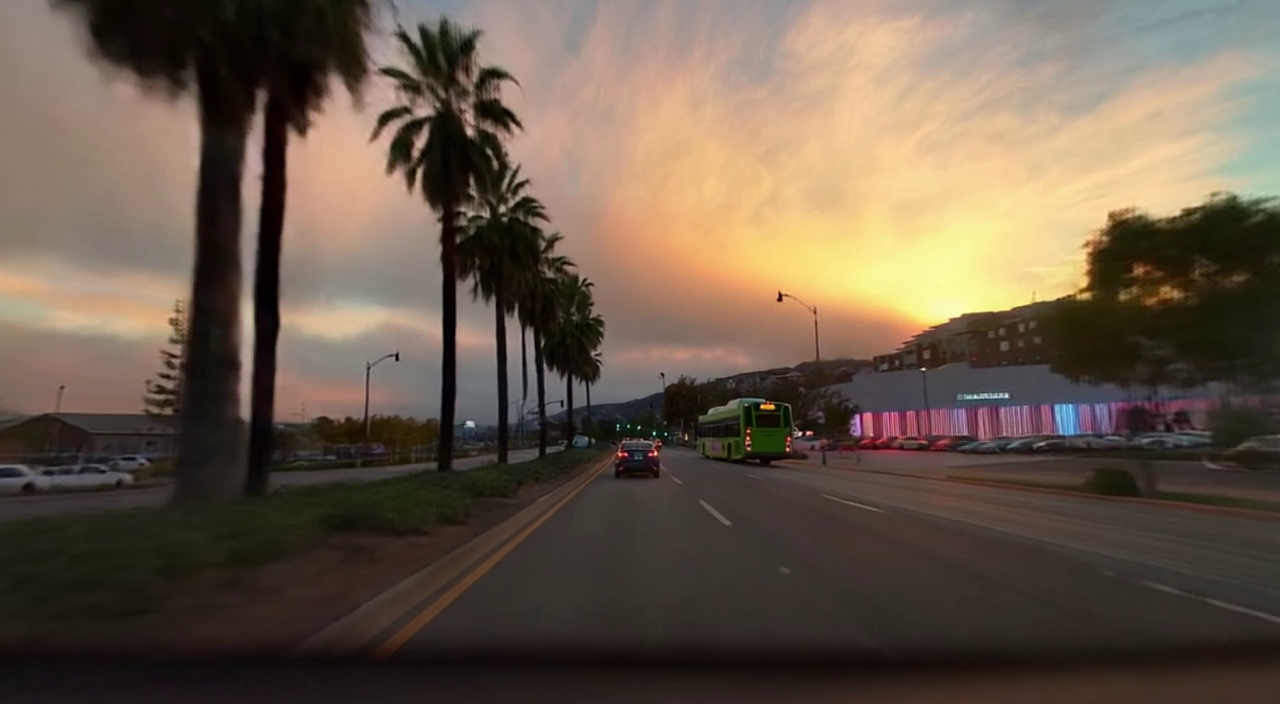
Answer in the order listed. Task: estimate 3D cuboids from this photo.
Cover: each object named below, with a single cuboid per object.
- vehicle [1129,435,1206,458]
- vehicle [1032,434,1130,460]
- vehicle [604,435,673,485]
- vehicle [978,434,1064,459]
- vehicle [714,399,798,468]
[{"bbox_3d":[34.757,6.235,41.678,3.494,1.498,1.704,0,-9,2],"label":"vehicle"},{"bbox_3d":[25.780,5.568,37.012,4.319,1.444,1.888,0,-9,-2],"label":"vehicle"},{"bbox_3d":[-0.076,3.555,21.074,2.065,1.477,4.306,0,-9,-1],"label":"vehicle"},{"bbox_3d":[25.190,6.267,41.862,4.492,1.492,1.855,-1,-9,-1],"label":"vehicle"},{"bbox_3d":[6.238,4.684,35.685,2.795,3.383,9.287,0,-9,-1],"label":"vehicle"}]
